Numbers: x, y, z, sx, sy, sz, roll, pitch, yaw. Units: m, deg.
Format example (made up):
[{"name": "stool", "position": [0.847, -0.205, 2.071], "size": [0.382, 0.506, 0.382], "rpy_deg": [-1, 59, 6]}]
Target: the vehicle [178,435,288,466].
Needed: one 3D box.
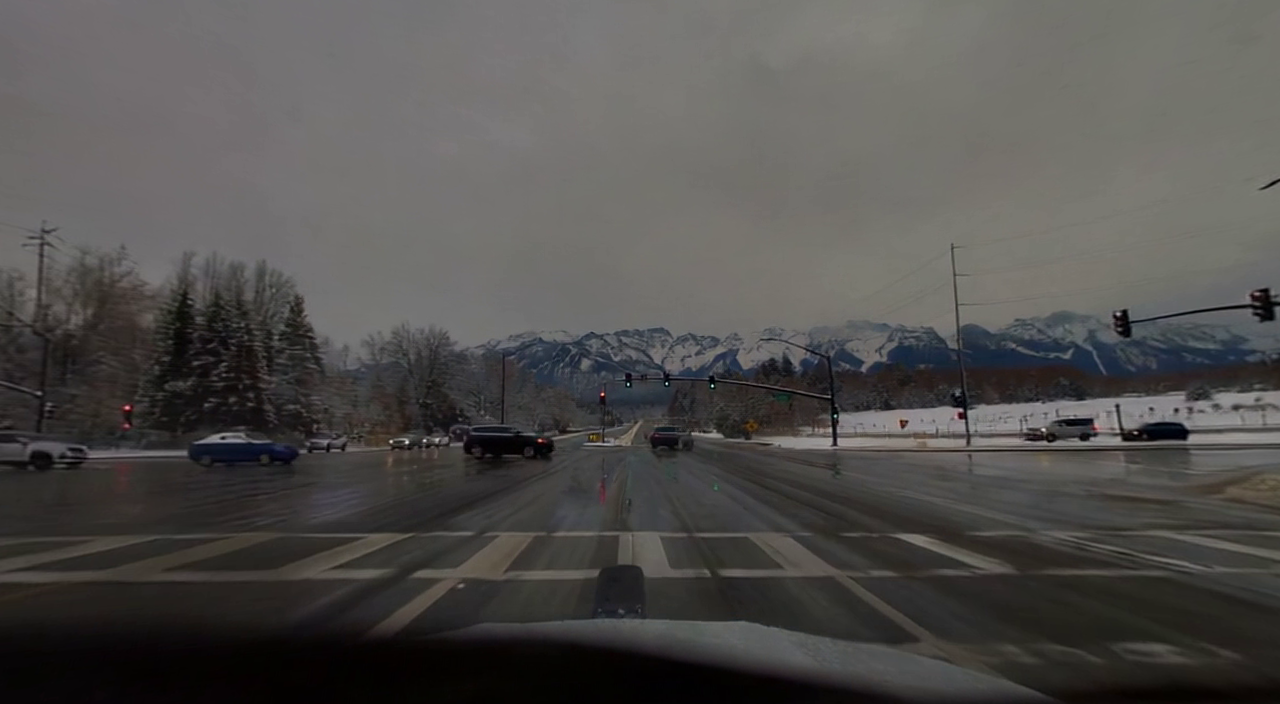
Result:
[{"name": "vehicle", "position": [-20.859, 5.057, 32.564], "size": [4.218, 1.542, 2.044], "rpy_deg": [1, -8, -9]}]

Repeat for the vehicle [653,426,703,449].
[{"name": "vehicle", "position": [3.048, 6.780, 49.998], "size": [2.020, 1.713, 4.547], "rpy_deg": [-5, -10, 32]}]

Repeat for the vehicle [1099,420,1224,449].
[{"name": "vehicle", "position": [27.300, 4.360, 33.199], "size": [4.778, 1.495, 1.959], "rpy_deg": [0, -8, 0]}]

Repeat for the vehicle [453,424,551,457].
[{"name": "vehicle", "position": [-8.202, 5.294, 37.699], "size": [5.228, 1.805, 2.246], "rpy_deg": [5, -10, -30]}]

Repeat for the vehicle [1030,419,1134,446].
[{"name": "vehicle", "position": [28.327, 5.228, 40.641], "size": [5.100, 1.680, 2.055], "rpy_deg": [0, -8, 1]}]

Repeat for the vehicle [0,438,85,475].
[{"name": "vehicle", "position": [-30.872, 5.122, 31.167], "size": [4.812, 1.735, 2.105], "rpy_deg": [0, -8, -2]}]
